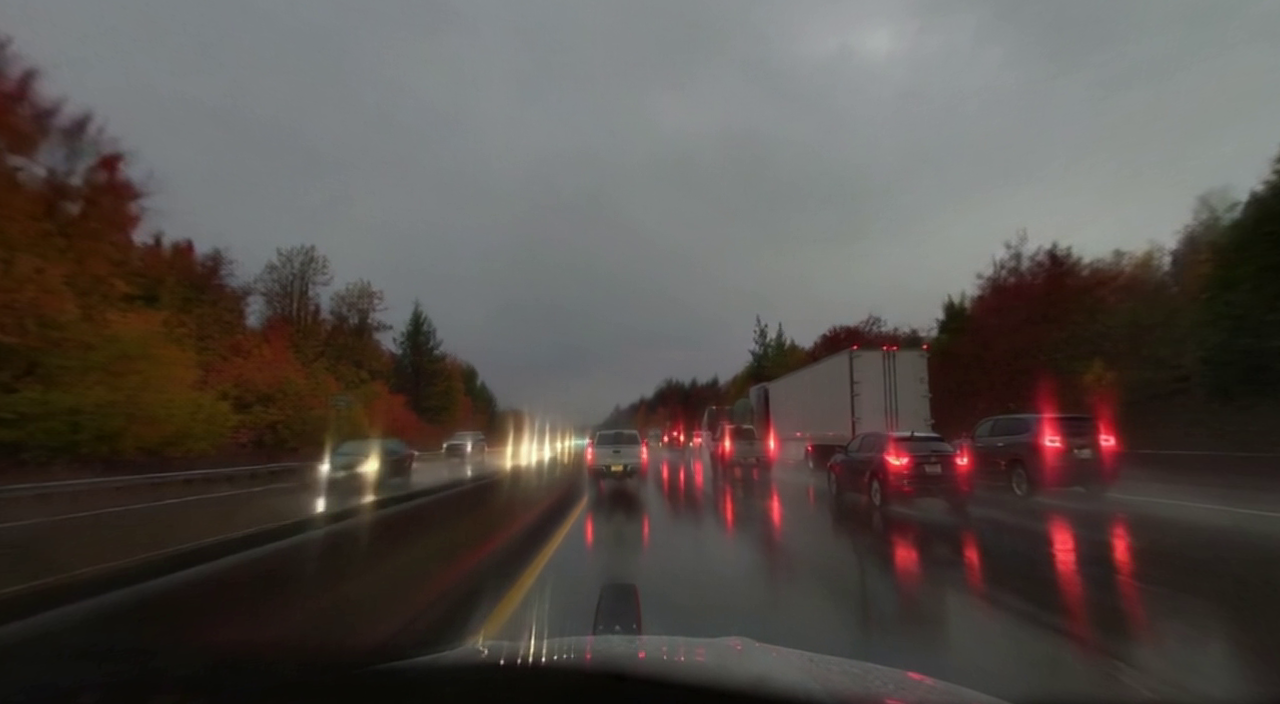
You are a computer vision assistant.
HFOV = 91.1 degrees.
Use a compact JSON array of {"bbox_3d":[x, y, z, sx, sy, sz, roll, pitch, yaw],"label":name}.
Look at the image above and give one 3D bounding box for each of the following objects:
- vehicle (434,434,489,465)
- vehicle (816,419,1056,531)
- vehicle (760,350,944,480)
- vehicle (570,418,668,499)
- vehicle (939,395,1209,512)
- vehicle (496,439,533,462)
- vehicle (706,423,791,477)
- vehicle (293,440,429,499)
[{"bbox_3d":[-12.318,6.742,43.806,2.338,2.059,5.149,0,-8,-1],"label":"vehicle"},{"bbox_3d":[4.628,1.958,10.675,2.040,1.523,4.068,0,-8,0],"label":"vehicle"},{"bbox_3d":[7.915,2.834,26.506,2.867,4.066,13.802,0,-7,0],"label":"vehicle"},{"bbox_3d":[-0.488,2.567,15.641,2.087,1.709,4.455,0,-8,-1],"label":"vehicle"},{"bbox_3d":[8.495,2.025,13.039,2.116,1.965,4.691,0,-8,-2],"label":"vehicle"},{"bbox_3d":[-8.877,7.001,44.851,1.872,1.521,3.962,0,-8,0],"label":"vehicle"},{"bbox_3d":[3.638,3.359,21.819,2.147,1.707,3.963,0,-8,-1],"label":"vehicle"},{"bbox_3d":[-8.397,3.532,19.544,2.054,1.579,4.792,0,-8,0],"label":"vehicle"}]
